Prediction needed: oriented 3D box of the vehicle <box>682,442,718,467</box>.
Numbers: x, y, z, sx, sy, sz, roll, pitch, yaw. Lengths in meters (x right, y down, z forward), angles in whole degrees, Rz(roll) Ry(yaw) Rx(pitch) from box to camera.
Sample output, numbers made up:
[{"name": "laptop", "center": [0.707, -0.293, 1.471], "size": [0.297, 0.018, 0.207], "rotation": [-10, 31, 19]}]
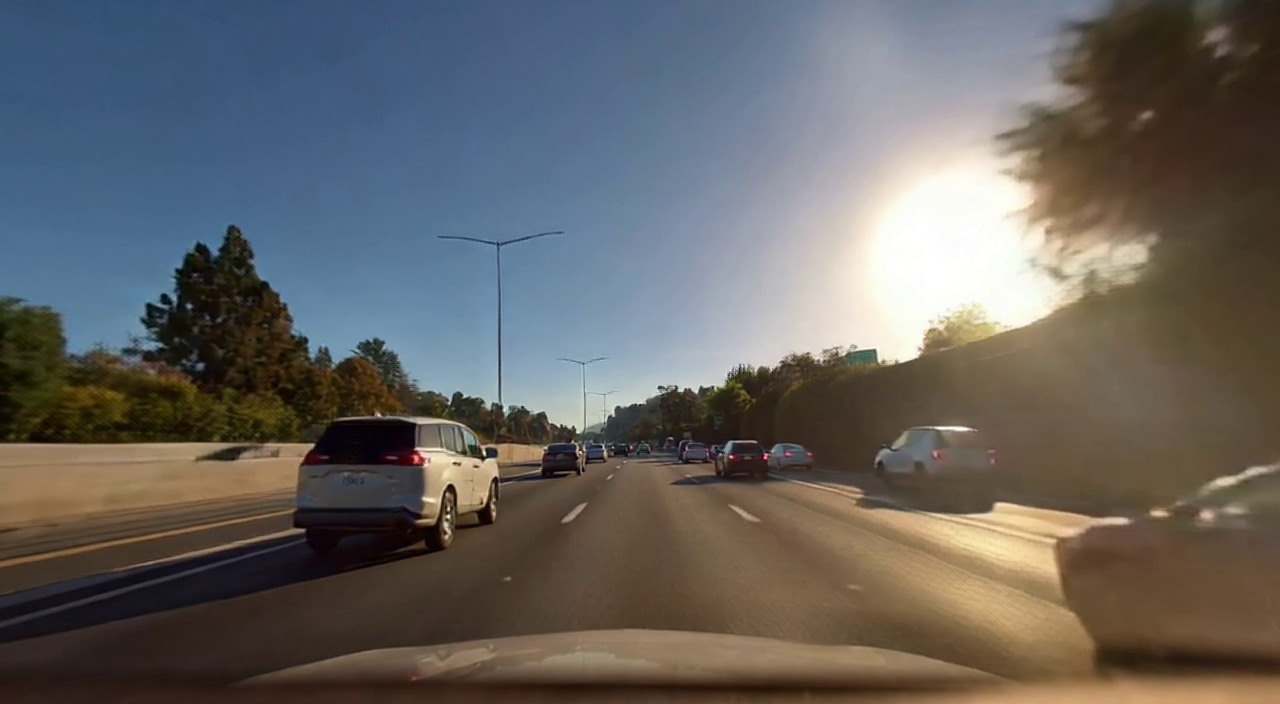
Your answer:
[{"name": "vehicle", "center": [4.192, 7.223, 44.738], "size": [2.023, 1.670, 4.869], "rotation": [0, -8, -1]}]

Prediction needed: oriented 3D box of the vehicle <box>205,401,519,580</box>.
[{"name": "vehicle", "center": [-3.222, 1.722, 8.684], "size": [2.139, 1.764, 4.707], "rotation": [0, -8, 0]}]

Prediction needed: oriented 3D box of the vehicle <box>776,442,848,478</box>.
[{"name": "vehicle", "center": [7.700, 4.873, 28.695], "size": [1.904, 1.473, 4.598], "rotation": [0, -8, -1]}]

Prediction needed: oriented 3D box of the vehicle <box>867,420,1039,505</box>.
[{"name": "vehicle", "center": [7.855, 2.815, 16.486], "size": [2.067, 1.869, 4.657], "rotation": [0, -8, 0]}]

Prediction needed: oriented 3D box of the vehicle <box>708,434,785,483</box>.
[{"name": "vehicle", "center": [4.100, 4.184, 25.105], "size": [2.144, 1.752, 4.765], "rotation": [0, -8, -1]}]

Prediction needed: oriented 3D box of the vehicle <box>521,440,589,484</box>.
[{"name": "vehicle", "center": [-3.308, 4.381, 25.503], "size": [1.974, 1.589, 5.047], "rotation": [0, -8, 1]}]

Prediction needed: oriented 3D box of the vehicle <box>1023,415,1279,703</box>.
[{"name": "vehicle", "center": [3.626, 0.870, 1.741], "size": [2.040, 1.461, 4.822], "rotation": [0, -8, -1]}]
